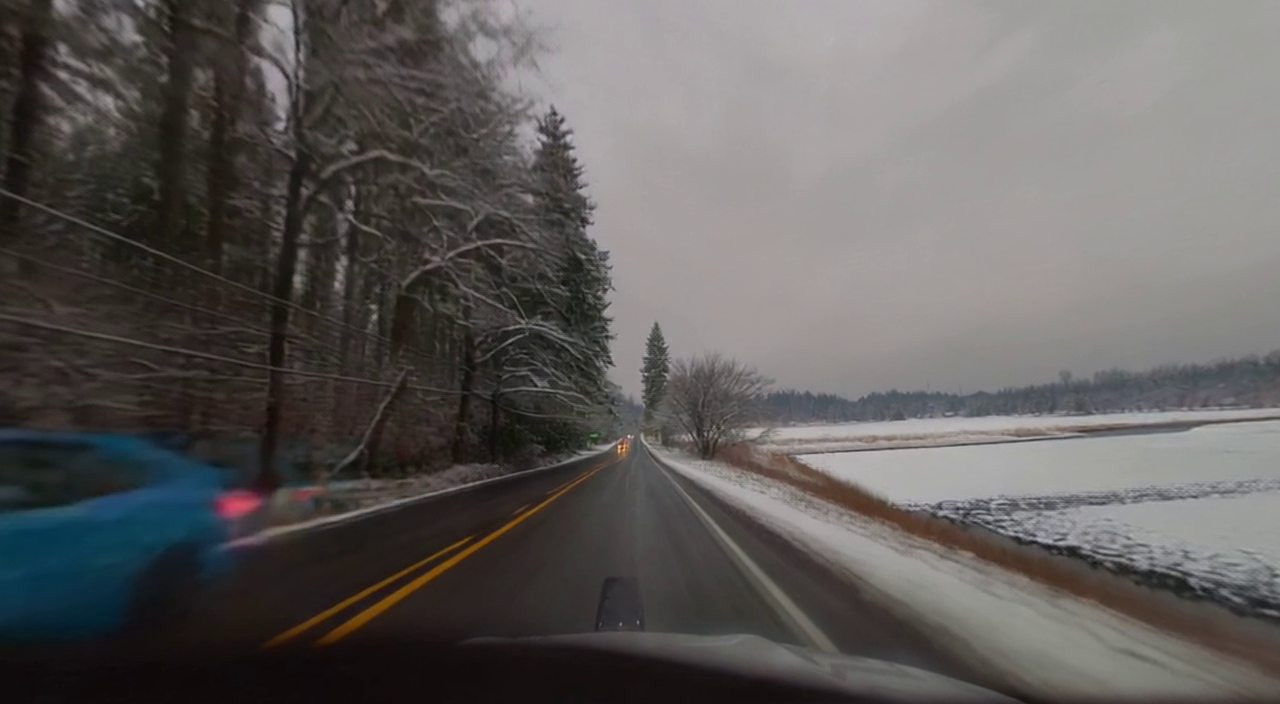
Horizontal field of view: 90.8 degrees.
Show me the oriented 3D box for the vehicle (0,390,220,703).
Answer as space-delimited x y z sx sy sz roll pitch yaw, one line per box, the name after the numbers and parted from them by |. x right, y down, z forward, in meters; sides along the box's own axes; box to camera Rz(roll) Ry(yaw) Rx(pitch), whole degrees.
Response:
-4.157 0.873 2.223 2.179 1.579 4.637 0 -8 0 | vehicle
